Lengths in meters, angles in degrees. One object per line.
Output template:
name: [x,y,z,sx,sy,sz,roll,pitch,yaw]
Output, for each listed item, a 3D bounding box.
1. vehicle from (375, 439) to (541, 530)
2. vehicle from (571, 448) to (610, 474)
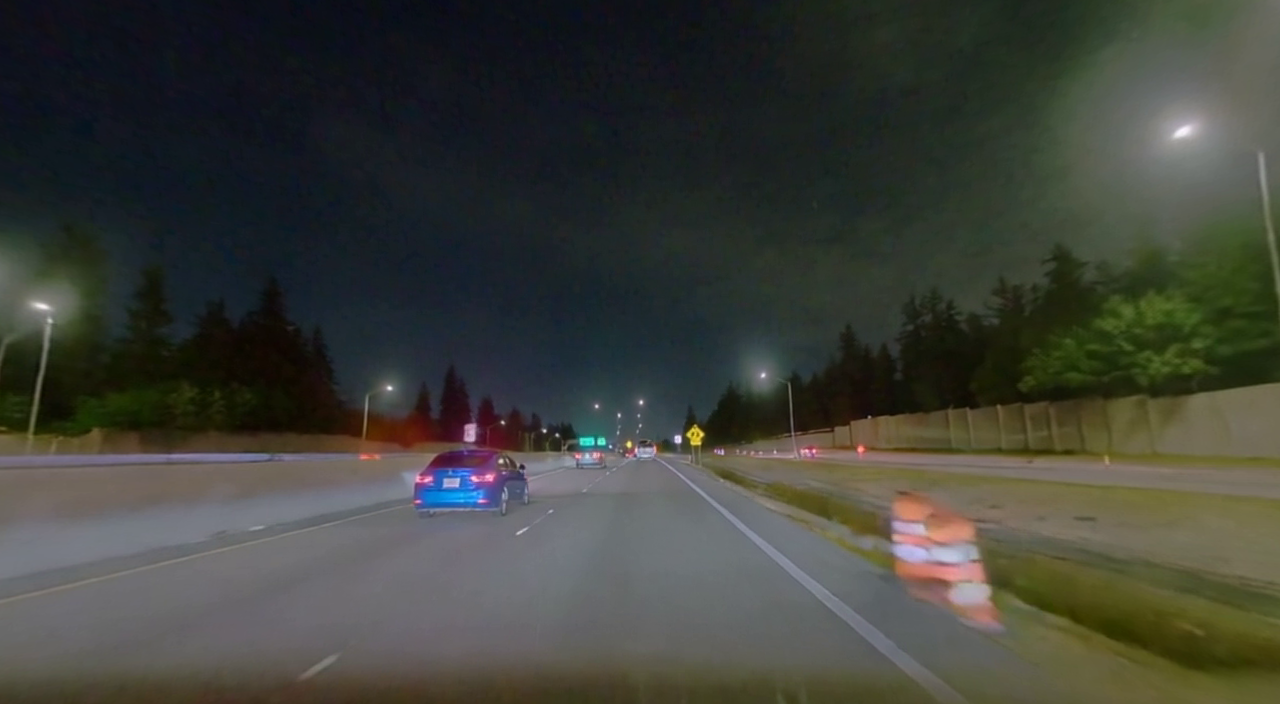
vehicle: [-3.436,2.593,12.990,2.012,1.510,4.672,0,-9,0]
vehicle: [-2.910,6.481,37.741,1.965,1.459,4.145,0,-9,0]
